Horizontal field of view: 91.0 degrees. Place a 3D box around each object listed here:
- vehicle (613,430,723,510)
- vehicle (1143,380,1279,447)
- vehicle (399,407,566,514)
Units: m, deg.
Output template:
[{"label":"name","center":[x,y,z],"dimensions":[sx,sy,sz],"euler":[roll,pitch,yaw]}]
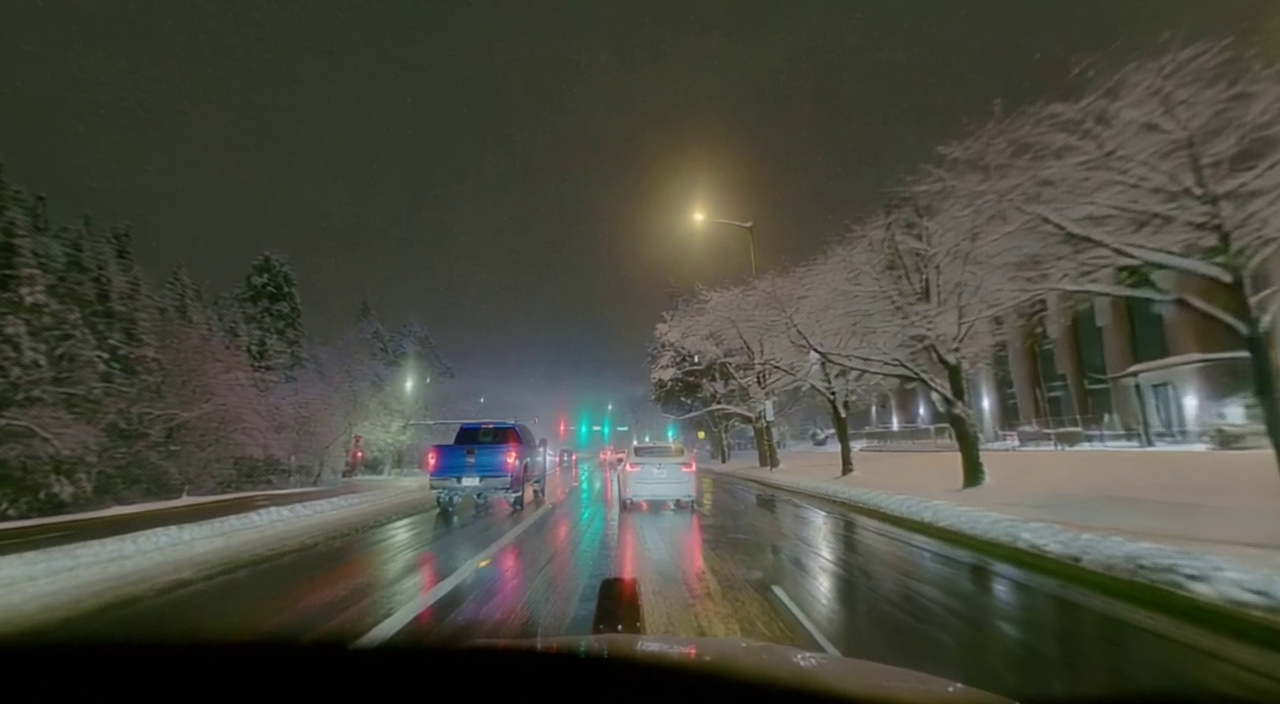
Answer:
[{"label":"vehicle","center":[0.468,2.624,14.424],"dimensions":[2.142,1.528,4.133],"euler":[0,-9,-2]},{"label":"vehicle","center":[22.926,2.349,23.466],"dimensions":[6.027,2.377,2.245],"euler":[-5,-10,27]},{"label":"vehicle","center":[-3.305,2.472,14.779],"dimensions":[2.512,1.992,5.725],"euler":[0,-9,-1]}]
